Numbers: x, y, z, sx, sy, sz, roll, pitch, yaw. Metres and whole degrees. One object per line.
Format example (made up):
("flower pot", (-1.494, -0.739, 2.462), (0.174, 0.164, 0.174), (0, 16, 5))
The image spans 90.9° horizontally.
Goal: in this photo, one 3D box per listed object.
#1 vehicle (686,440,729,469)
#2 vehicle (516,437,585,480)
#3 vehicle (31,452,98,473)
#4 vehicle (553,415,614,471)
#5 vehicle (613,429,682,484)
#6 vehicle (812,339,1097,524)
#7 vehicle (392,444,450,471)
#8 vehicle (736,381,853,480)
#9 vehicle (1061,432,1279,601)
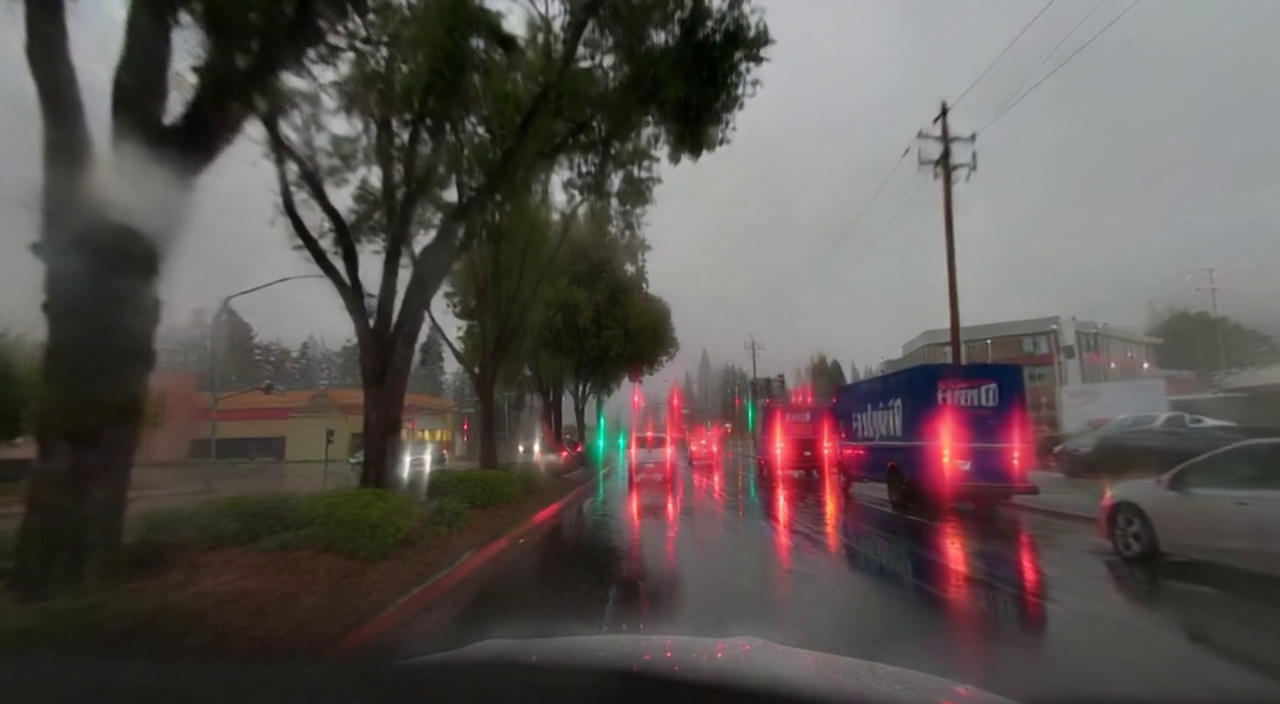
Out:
("vehicle", (3.747, 5.771, 35.725), (2.075, 1.540, 4.411), (-1, -9, 1))
("vehicle", (-3.373, 4.107, 24.588), (2.008, 1.500, 4.369), (-1, -9, 1))
("vehicle", (-41.422, 7.937, 45.484), (1.795, 1.416, 4.294), (2, -9, -16))
("vehicle", (-3.009, 5.150, 35.610), (2.715, 2.791, 7.171), (-1, -9, 1))
("vehicle", (0.276, 3.640, 22.151), (2.209, 1.718, 4.008), (-1, -9, 1))
("vehicle", (6.784, 2.010, 15.481), (2.891, 3.361, 7.843), (0, -9, 0))
("vehicle", (-13.636, 6.563, 39.504), (1.928, 1.497, 4.446), (-1, -7, 2))
("vehicle", (6.950, 3.928, 30.347), (2.816, 3.804, 10.315), (-3, -9, 0))
("vehicle", (6.625, 1.529, 6.126), (1.980, 1.473, 4.537), (-1, -9, 1))
